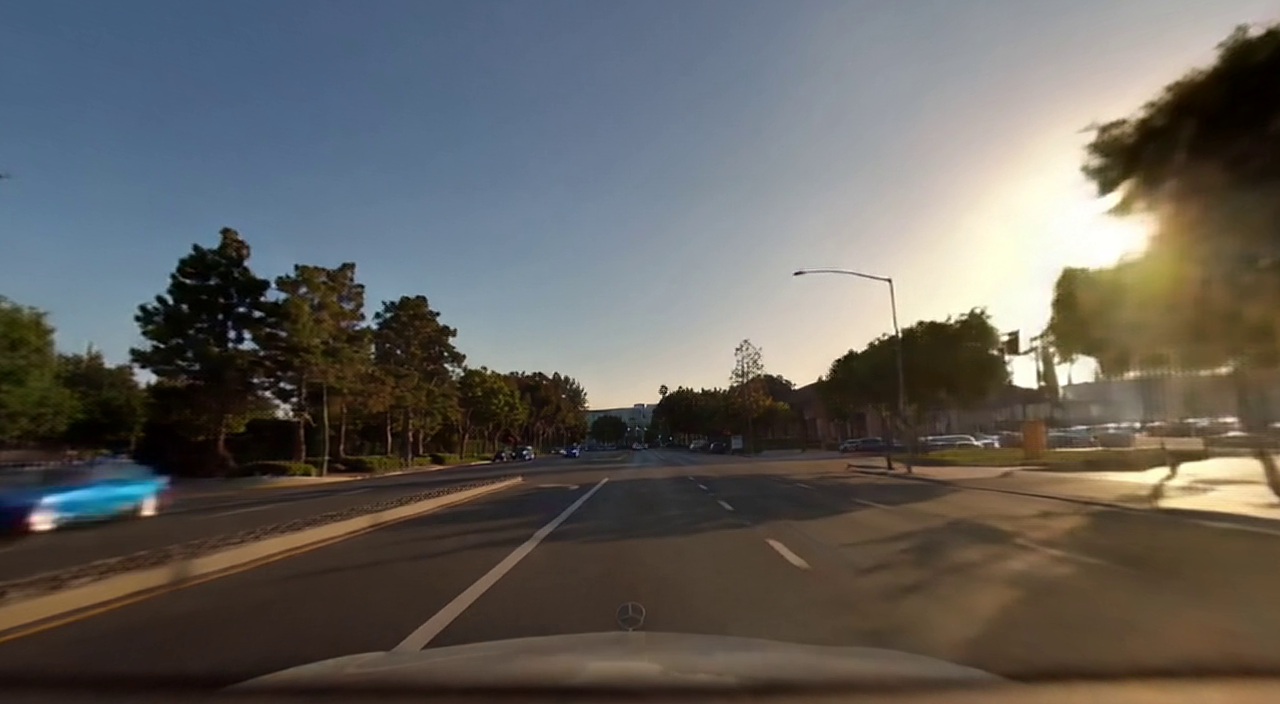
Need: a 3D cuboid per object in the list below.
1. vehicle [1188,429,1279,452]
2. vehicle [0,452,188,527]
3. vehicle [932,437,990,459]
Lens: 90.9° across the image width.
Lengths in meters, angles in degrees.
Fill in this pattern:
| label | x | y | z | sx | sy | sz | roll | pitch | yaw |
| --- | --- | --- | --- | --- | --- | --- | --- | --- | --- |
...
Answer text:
| label | x | y | z | sx | sy | sz | roll | pitch | yaw |
| --- | --- | --- | --- | --- | --- | --- | --- | --- | --- |
| vehicle | 39.269 | 5.831 | 41.256 | 1.790 | 1.416 | 4.627 | 5 | -10 | -32 |
| vehicle | -15.104 | 3.657 | 17.368 | 1.983 | 1.725 | 4.359 | 0 | -8 | 1 |
| vehicle | 25.188 | 7.499 | 49.412 | 4.512 | 1.648 | 1.938 | 6 | -10 | -33 |
